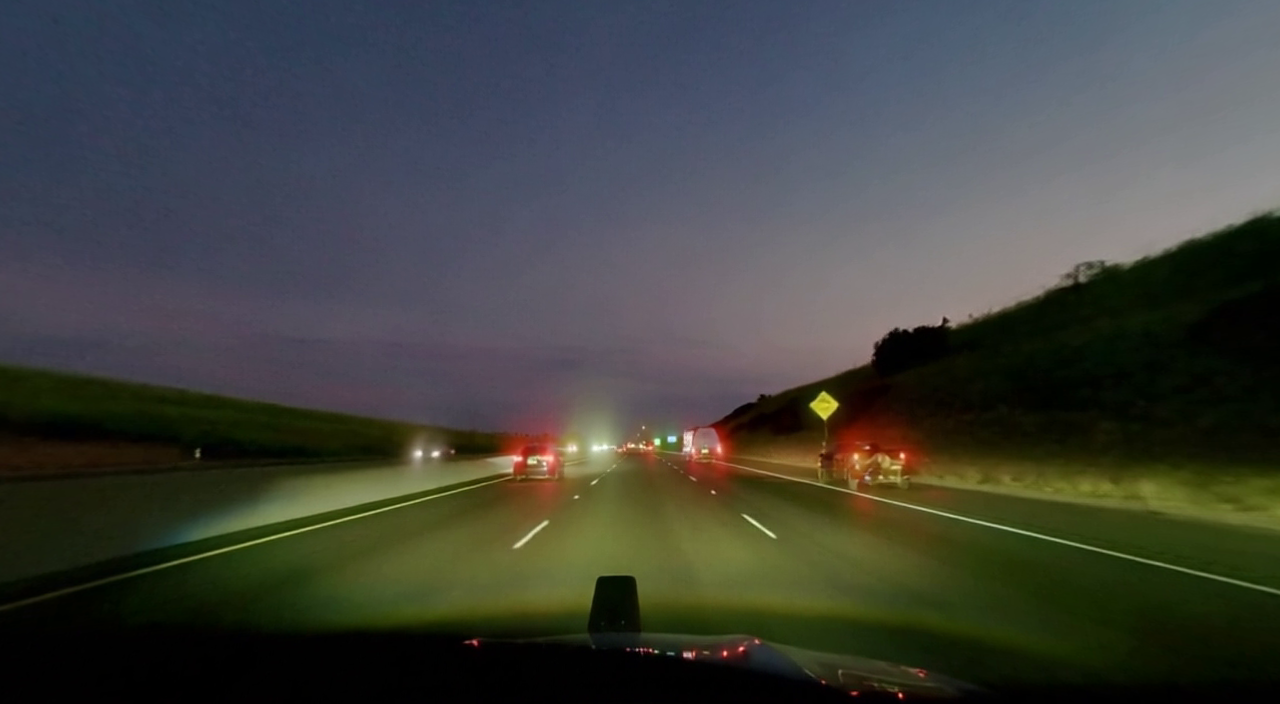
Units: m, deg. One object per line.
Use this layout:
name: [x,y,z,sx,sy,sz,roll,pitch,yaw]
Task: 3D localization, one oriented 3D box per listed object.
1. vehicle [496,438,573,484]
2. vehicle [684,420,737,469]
vehicle: [-3.796,4.007,23.425,2.054,1.529,4.368,0,-9,1]
vehicle: [4.000,5.449,37.036,2.361,2.636,5.684,0,-9,-1]
